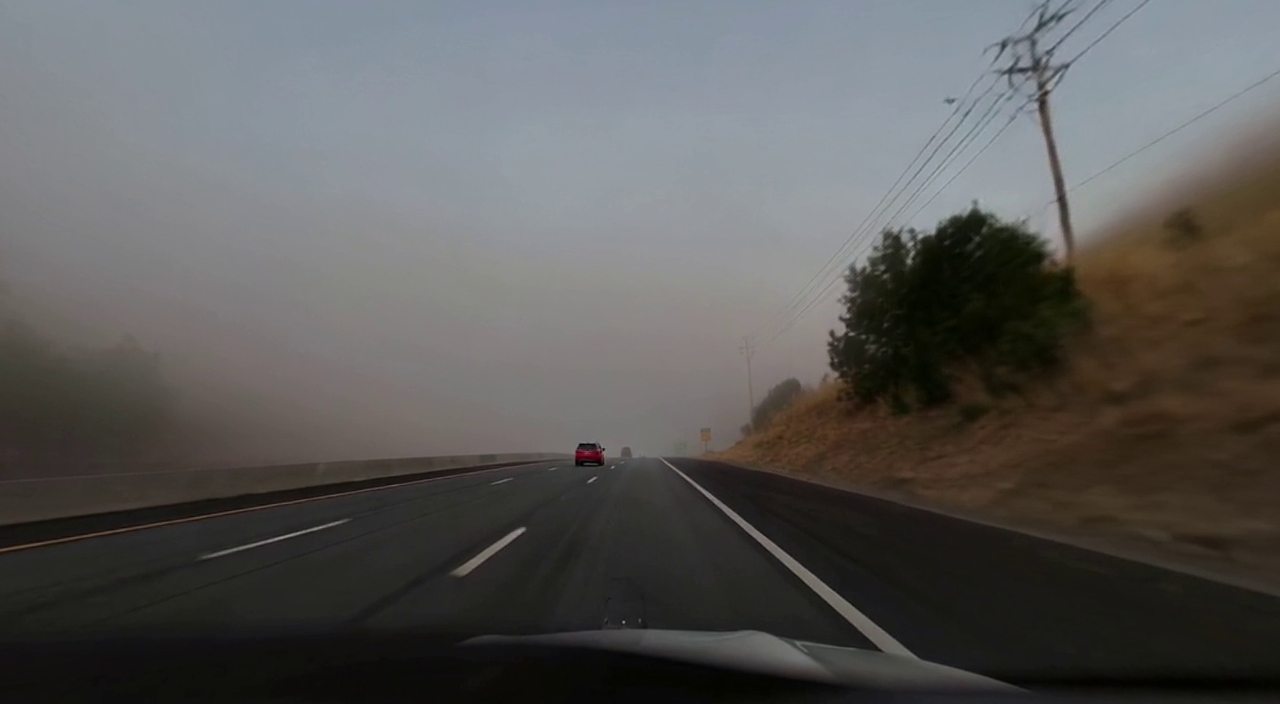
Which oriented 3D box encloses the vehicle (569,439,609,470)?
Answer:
[{"bbox_3d":[-3.226,6.588,40.764,2.136,1.845,4.515,0,-8,1],"label":"vehicle"}]
